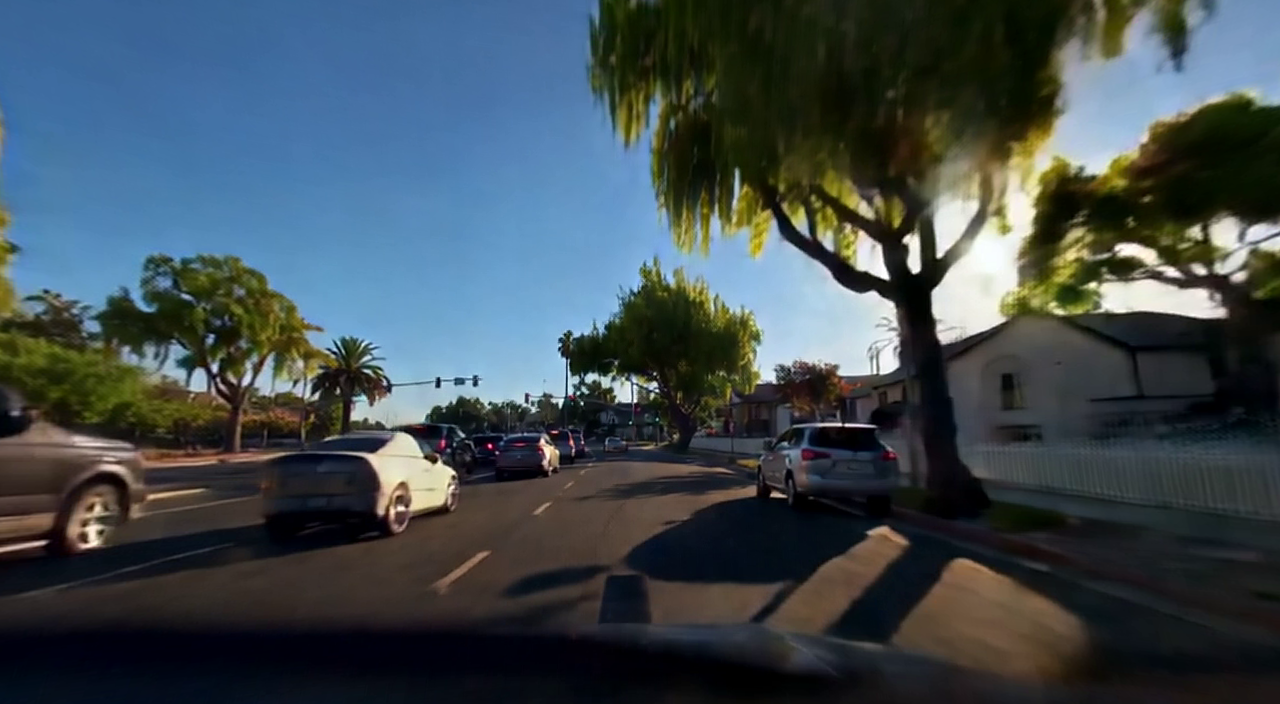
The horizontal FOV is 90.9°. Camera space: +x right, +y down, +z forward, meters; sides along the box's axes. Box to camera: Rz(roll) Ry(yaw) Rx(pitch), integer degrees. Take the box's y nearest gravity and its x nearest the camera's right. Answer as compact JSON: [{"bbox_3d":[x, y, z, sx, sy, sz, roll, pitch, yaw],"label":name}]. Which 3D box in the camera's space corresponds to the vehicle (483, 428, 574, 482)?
[{"bbox_3d":[-3.661,3.474,21.645,2.181,1.636,4.504,-1,-8,2],"label":"vehicle"}]

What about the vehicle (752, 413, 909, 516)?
[{"bbox_3d":[3.688,2.247,13.101,1.801,1.746,4.325,0,-8,-1],"label":"vehicle"}]

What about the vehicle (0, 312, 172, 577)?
[{"bbox_3d":[-6.941,0.697,4.659,2.155,2.399,6.101,-1,-8,1],"label":"vehicle"}]

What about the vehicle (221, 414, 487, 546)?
[{"bbox_3d":[-3.996,1.854,9.809,2.051,1.572,4.207,-1,-8,2],"label":"vehicle"}]
